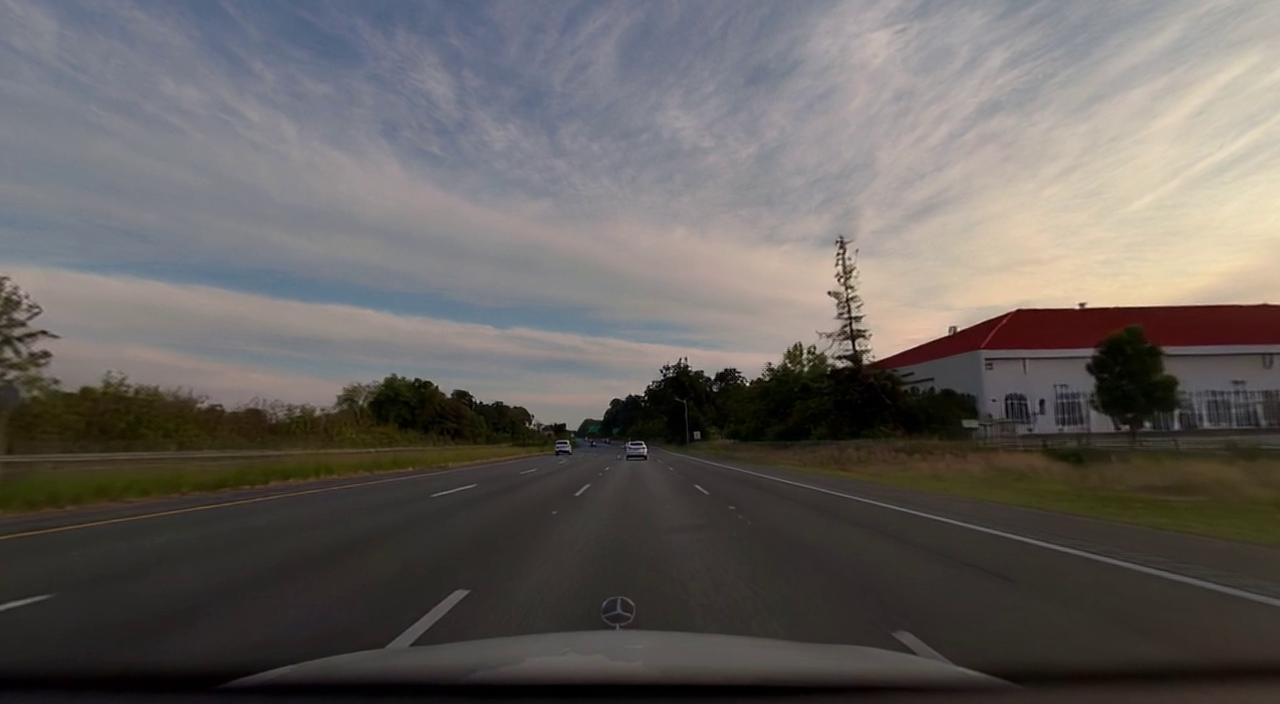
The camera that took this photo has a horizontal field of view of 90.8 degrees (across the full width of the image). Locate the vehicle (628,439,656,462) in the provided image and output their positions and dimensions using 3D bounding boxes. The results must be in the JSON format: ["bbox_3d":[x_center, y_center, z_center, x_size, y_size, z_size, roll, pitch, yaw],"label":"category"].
[{"bbox_3d":[0.156,7.535,48.245,2.073,1.635,4.195,0,-9,0],"label":"vehicle"}]
